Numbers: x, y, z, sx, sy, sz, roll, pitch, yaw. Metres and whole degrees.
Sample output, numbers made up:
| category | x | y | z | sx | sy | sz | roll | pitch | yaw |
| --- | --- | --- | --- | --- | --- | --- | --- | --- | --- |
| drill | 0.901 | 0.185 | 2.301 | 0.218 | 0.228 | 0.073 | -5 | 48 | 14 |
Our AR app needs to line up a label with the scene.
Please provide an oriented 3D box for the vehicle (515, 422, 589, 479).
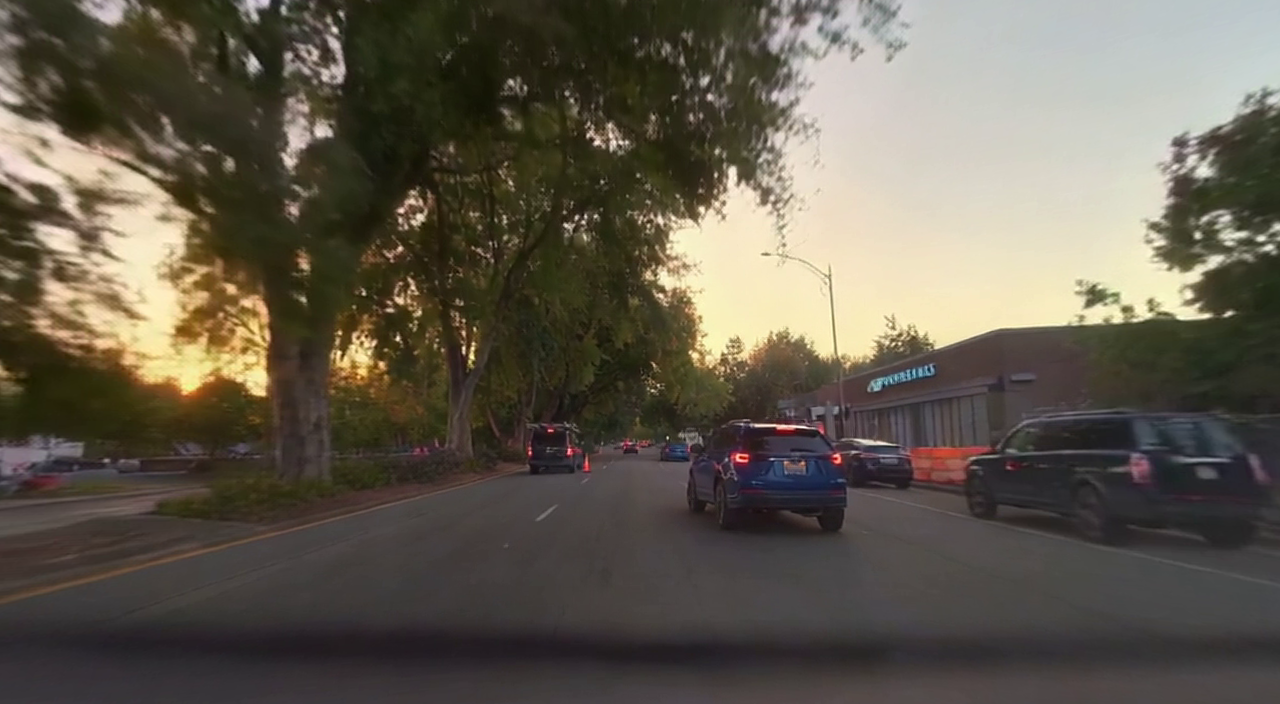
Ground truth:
| category | x | y | z | sx | sy | sz | roll | pitch | yaw |
| --- | --- | --- | --- | --- | --- | --- | --- | --- | --- |
| vehicle | -3.484 | 4.048 | 26.142 | 2.357 | 2.063 | 5.488 | 0 | -8 | -1 |

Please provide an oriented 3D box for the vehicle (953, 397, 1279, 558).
| category | x | y | z | sx | sy | sz | roll | pitch | yaw |
| --- | --- | --- | --- | --- | --- | --- | --- | --- | --- |
| vehicle | 6.894 | 1.744 | 9.452 | 1.945 | 1.797 | 4.591 | 0 | -8 | -2 |

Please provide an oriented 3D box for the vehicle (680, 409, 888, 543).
| category | x | y | z | sx | sy | sz | roll | pitch | yaw |
| --- | --- | --- | --- | --- | --- | --- | --- | --- | --- |
| vehicle | 2.026 | 1.920 | 10.408 | 2.168 | 1.725 | 4.192 | 0 | -8 | -4 |
